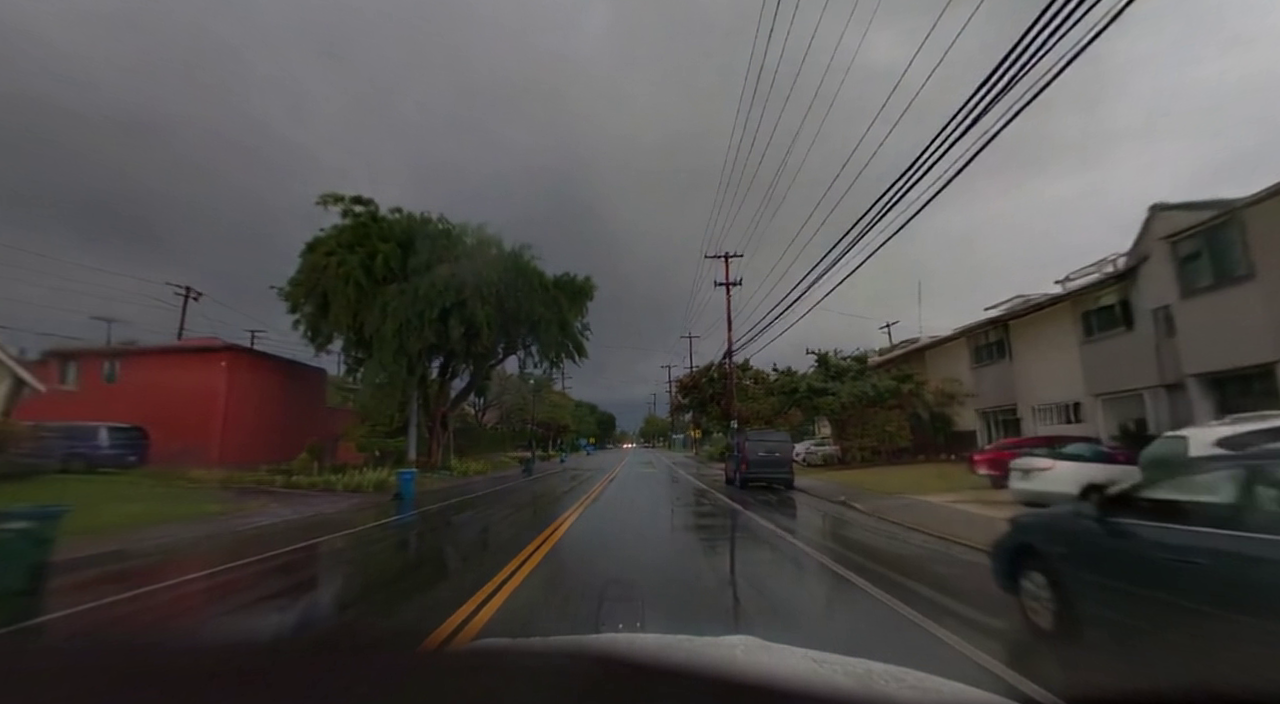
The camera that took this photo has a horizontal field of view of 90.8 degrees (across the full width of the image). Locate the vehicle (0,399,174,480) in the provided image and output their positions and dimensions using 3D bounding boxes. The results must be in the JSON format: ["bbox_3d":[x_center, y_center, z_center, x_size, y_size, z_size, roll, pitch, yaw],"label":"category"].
[{"bbox_3d":[-21.332,2.992,21.540,2.970,2.515,10.445,-2,-7,0],"label":"vehicle"}]

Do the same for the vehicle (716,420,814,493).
[{"bbox_3d":[3.795,3.282,20.146,2.088,2.019,4.802,0,-8,0],"label":"vehicle"}]

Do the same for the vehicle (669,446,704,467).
[{"bbox_3d":[3.447,7.839,47.796,2.191,1.494,4.957,0,-8,0],"label":"vehicle"}]

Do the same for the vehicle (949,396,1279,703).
[{"bbox_3d":[3.551,0.982,2.796,1.979,1.524,4.602,0,-8,-1],"label":"vehicle"}]
